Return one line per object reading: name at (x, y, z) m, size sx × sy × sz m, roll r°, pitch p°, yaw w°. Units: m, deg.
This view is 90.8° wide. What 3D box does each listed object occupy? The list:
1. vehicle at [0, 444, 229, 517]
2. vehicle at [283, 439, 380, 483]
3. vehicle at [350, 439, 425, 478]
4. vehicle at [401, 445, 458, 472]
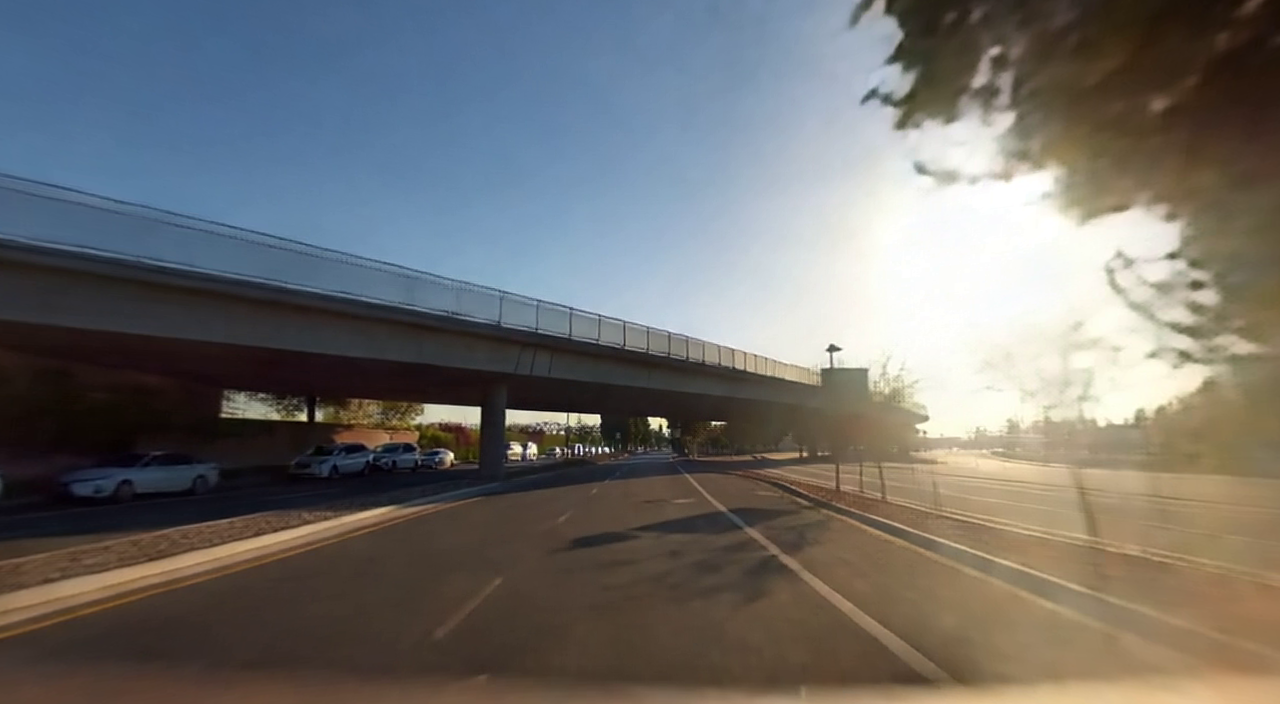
vehicle at (-13.743, 3.196, 16.483) m, size 2.155 × 1.477 × 5.369 m, roll 2°, pitch -8°, yaw 3°
vehicle at (-13.209, 4.699, 27.418) m, size 1.903 × 1.703 × 4.346 m, roll 1°, pitch -9°, yaw 1°
vehicle at (-13.256, 5.601, 33.469) m, size 1.886 × 1.801 × 4.337 m, roll 2°, pitch -8°, yaw 3°
vehicle at (-13.078, 6.692, 39.533) m, size 1.847 × 1.498 × 4.368 m, roll 1°, pitch -10°, yaw 2°
